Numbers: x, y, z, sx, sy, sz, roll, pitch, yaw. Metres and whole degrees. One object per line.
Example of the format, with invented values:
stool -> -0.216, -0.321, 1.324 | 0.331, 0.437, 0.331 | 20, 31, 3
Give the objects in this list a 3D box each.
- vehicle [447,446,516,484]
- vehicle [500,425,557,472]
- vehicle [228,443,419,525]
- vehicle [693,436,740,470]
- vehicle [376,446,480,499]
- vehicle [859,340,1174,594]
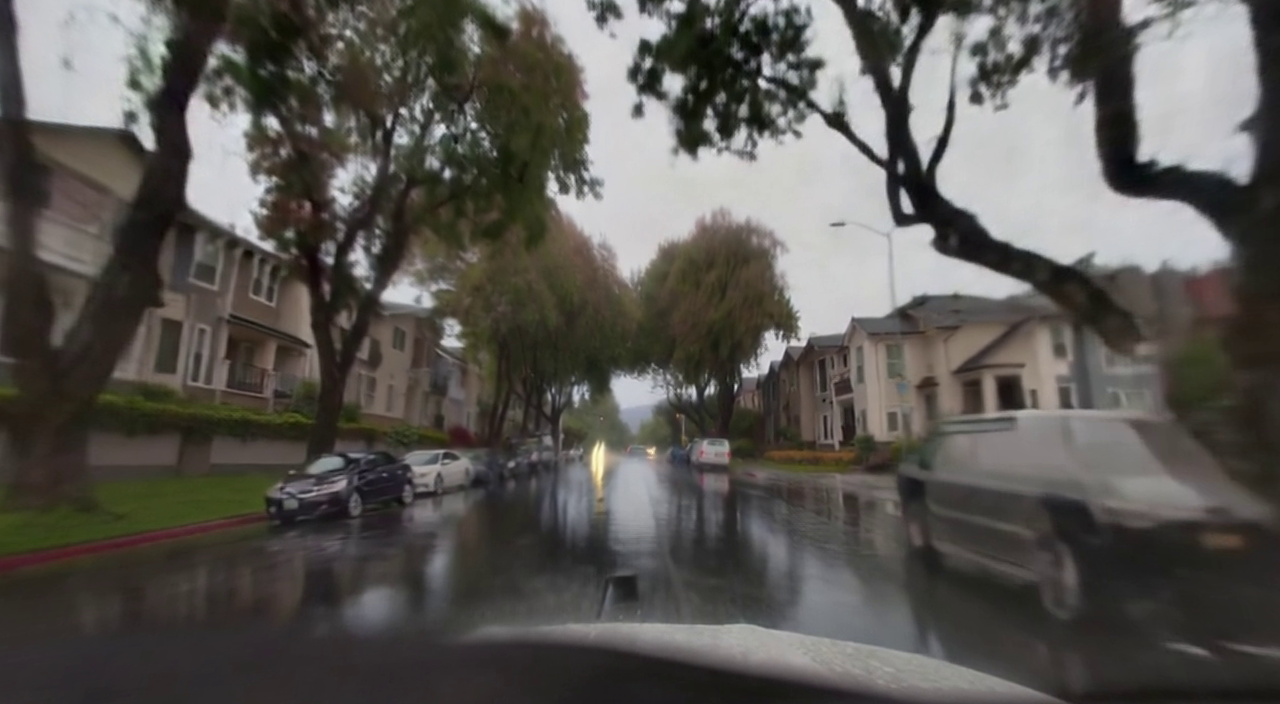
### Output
vehicle -> -6.723, 4.839, 27.174 | 1.832, 1.483, 4.140 | -1, -9, 1
vehicle -> -6.800, 6.056, 39.121 | 2.341, 2.674, 5.753 | -1, -10, 1
vehicle -> -6.896, 2.923, 14.457 | 2.003, 1.501, 4.779 | -1, -10, -1
vehicle -> 4.651, 6.250, 38.966 | 2.216, 1.955, 4.970 | 0, -9, -1
vehicle -> -6.746, 3.869, 20.617 | 1.845, 1.475, 4.495 | -1, -9, 0
vehicle -> 4.100, 1.279, 7.353 | 2.158, 2.478, 2.078 | -1, -9, -1
